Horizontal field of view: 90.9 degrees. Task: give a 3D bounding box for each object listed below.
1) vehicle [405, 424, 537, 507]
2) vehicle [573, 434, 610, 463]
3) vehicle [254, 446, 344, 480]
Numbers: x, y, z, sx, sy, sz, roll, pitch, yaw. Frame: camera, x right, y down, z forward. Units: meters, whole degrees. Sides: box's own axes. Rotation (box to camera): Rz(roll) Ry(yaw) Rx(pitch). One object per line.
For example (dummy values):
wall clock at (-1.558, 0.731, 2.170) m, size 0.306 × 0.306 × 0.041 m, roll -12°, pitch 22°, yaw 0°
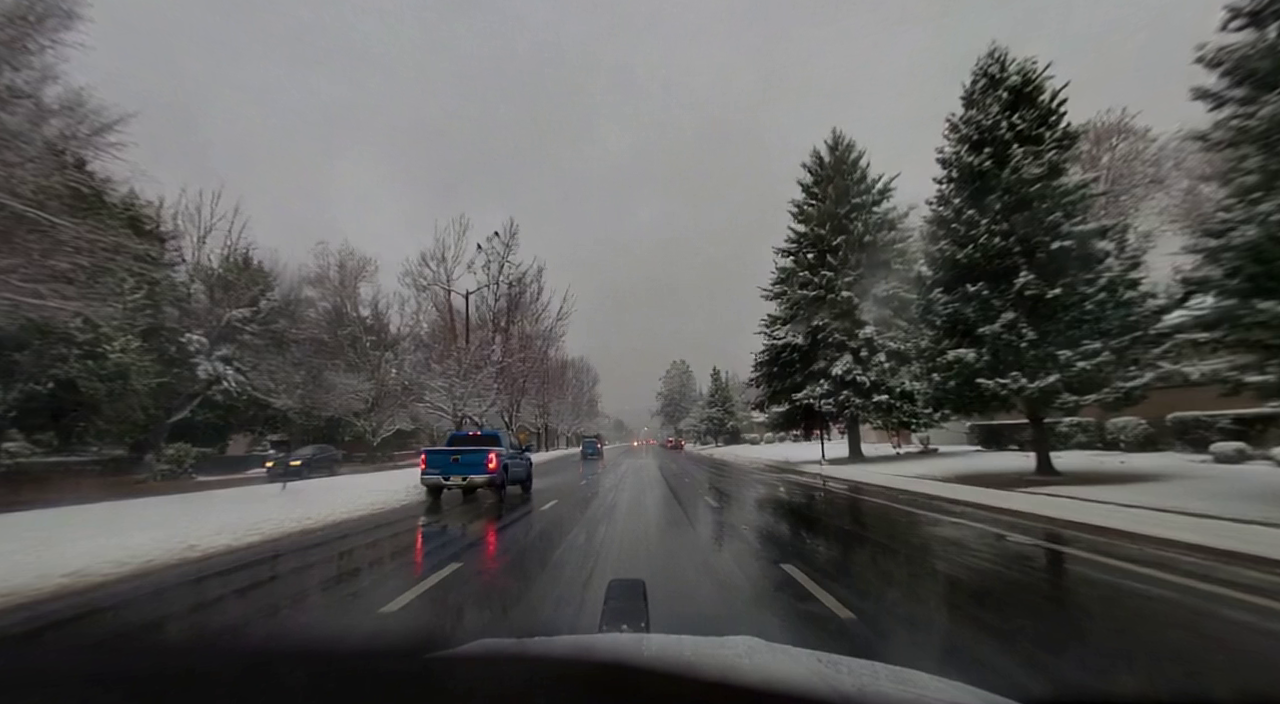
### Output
vehicle at (-3.991, 2.778, 15.866) m, size 2.002 × 1.747 × 4.728 m, roll 0°, pitch -8°, yaw 0°
vehicle at (-3.458, 6.978, 45.583) m, size 2.230 × 1.987 × 4.385 m, roll 0°, pitch -8°, yaw 1°
vehicle at (-20.780, 6.748, 38.770) m, size 2.222 × 1.888 × 5.772 m, roll 0°, pitch -8°, yaw 1°
